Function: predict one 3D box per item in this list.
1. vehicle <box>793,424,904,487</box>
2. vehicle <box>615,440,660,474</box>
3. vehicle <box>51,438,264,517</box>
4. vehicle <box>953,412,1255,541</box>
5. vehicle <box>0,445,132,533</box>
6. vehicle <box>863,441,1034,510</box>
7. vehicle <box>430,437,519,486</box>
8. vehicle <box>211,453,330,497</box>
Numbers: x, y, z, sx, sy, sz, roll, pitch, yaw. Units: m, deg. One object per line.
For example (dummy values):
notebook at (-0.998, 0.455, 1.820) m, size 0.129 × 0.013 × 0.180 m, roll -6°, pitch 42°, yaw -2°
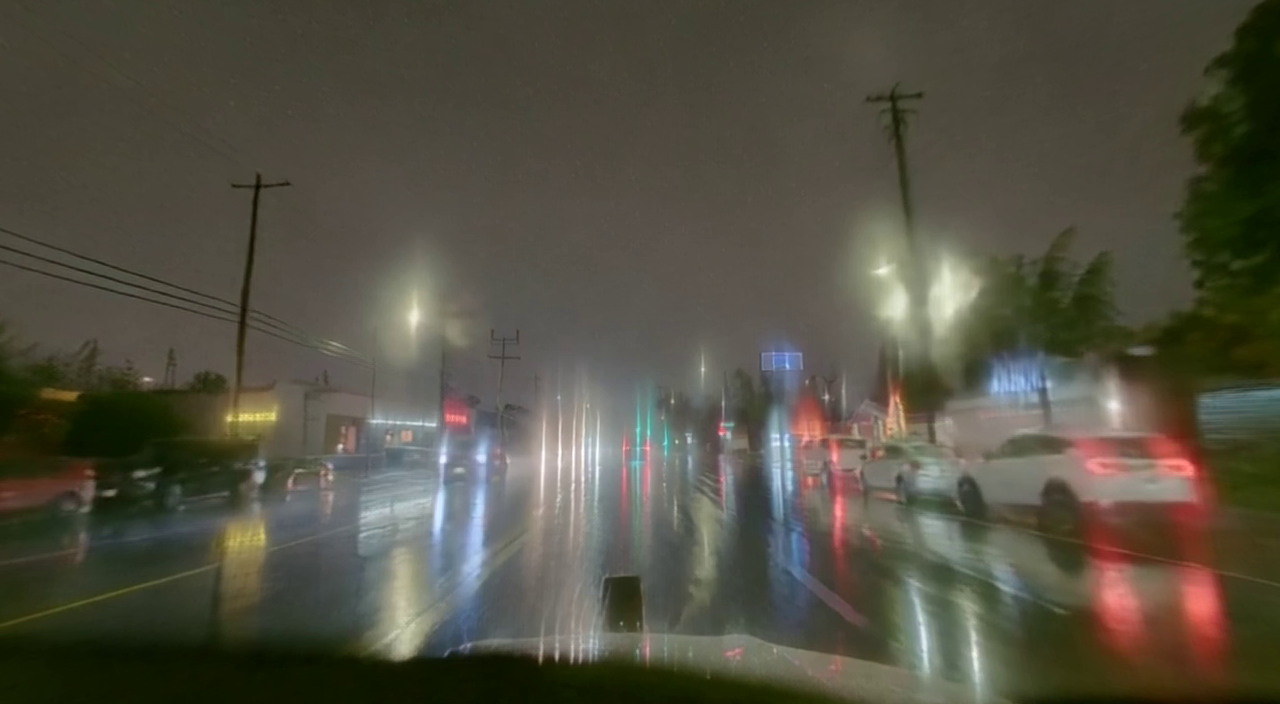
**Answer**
vehicle at (7.612, 3.861, 23.821) m, size 2.257 × 2.072 × 5.376 m, roll 0°, pitch -8°, yaw -1°
vehicle at (-0.140, 5.182, 31.512) m, size 2.067 × 1.547 × 4.513 m, roll 0°, pitch -8°, yaw -1°
vehicle at (-14.300, 3.660, 19.365) m, size 2.138 × 1.906 × 5.692 m, roll -3°, pitch -8°, yaw -1°
vehicle at (7.881, 2.139, 11.454) m, size 2.026 × 1.851 × 4.360 m, roll 0°, pitch -8°, yaw -2°
vehicle at (-14.197, 2.939, 13.830) m, size 2.041 × 1.789 × 5.070 m, roll 0°, pitch -8°, yaw -2°
vehicle at (7.594, 3.053, 16.216) m, size 1.854 × 1.485 × 4.736 m, roll 0°, pitch -8°, yaw -2°
vehicle at (-6.296, 4.224, 24.713) m, size 2.254 × 1.732 × 4.571 m, roll 0°, pitch -8°, yaw 0°
vehicle at (-14.192, 4.720, 24.670) m, size 1.850 × 1.467 × 4.742 m, roll 0°, pitch -8°, yaw -1°
